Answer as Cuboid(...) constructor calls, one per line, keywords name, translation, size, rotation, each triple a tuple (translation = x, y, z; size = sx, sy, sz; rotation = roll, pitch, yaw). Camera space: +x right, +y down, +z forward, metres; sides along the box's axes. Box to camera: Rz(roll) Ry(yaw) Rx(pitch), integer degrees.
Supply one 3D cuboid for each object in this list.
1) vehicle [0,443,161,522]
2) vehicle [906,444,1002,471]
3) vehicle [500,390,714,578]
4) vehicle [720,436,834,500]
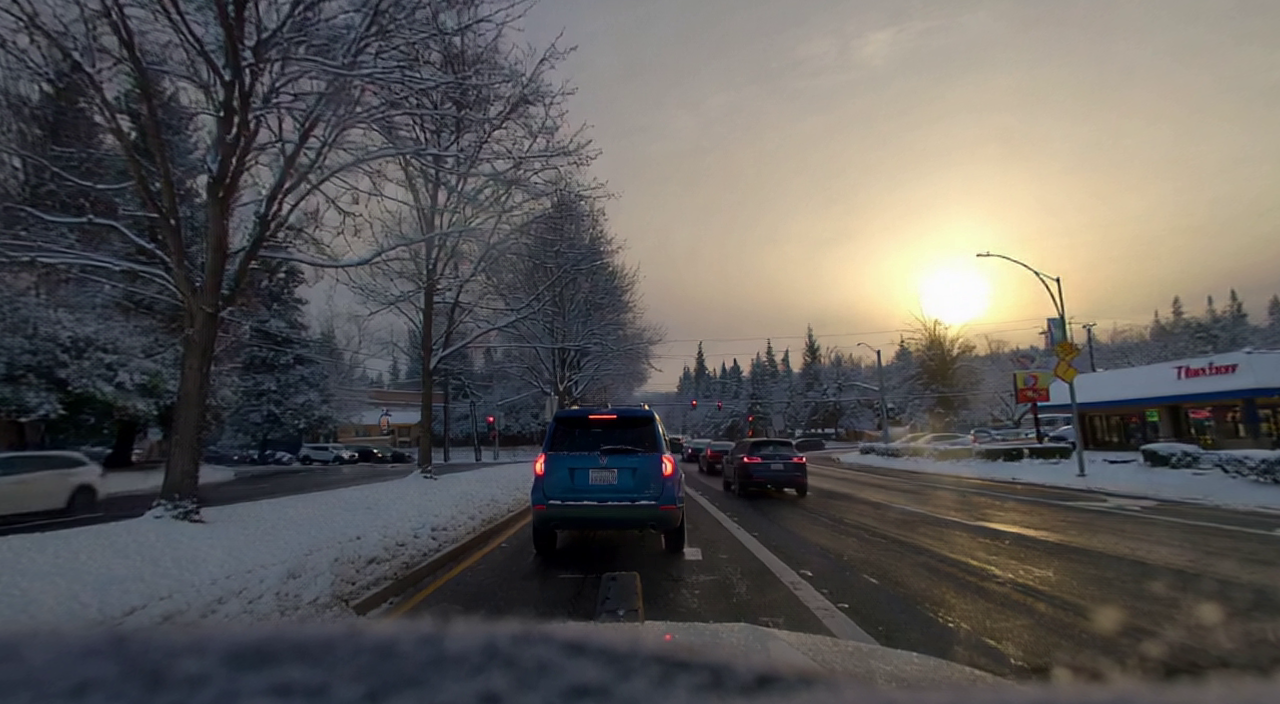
Cuboid(name="vehicle", translation=(-12.932, 2.688, 13.451), size=(1.983, 1.460, 4.456), rotation=(0, -9, 0))
Cuboid(name="vehicle", translation=(17.204, 5.781, 34.766), size=(4.290, 1.427, 1.751), rotation=(0, -9, 2))
Cuboid(name="vehicle", translation=(-0.300, 1.647, 8.624), size=(2.096, 1.837, 4.687), rotation=(0, -9, 1))
Cuboid(name="vehicle", translation=(3.660, 3.205, 17.947), size=(2.098, 1.555, 4.778), rotation=(0, -9, -1))
